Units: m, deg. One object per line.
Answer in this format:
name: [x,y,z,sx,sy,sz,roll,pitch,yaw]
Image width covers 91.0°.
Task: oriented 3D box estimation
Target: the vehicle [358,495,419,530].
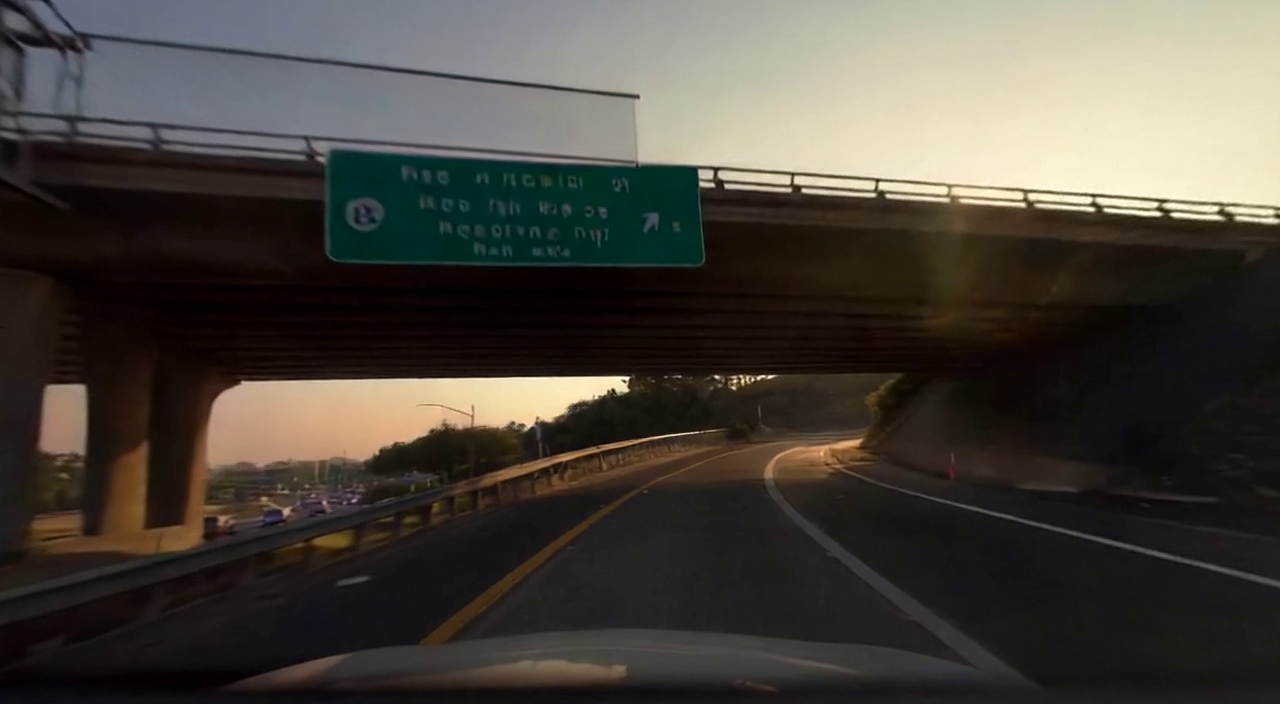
vehicle: [-19.146,12.243,47.981,3.746,2.325,2.109,-4,-9,10]
